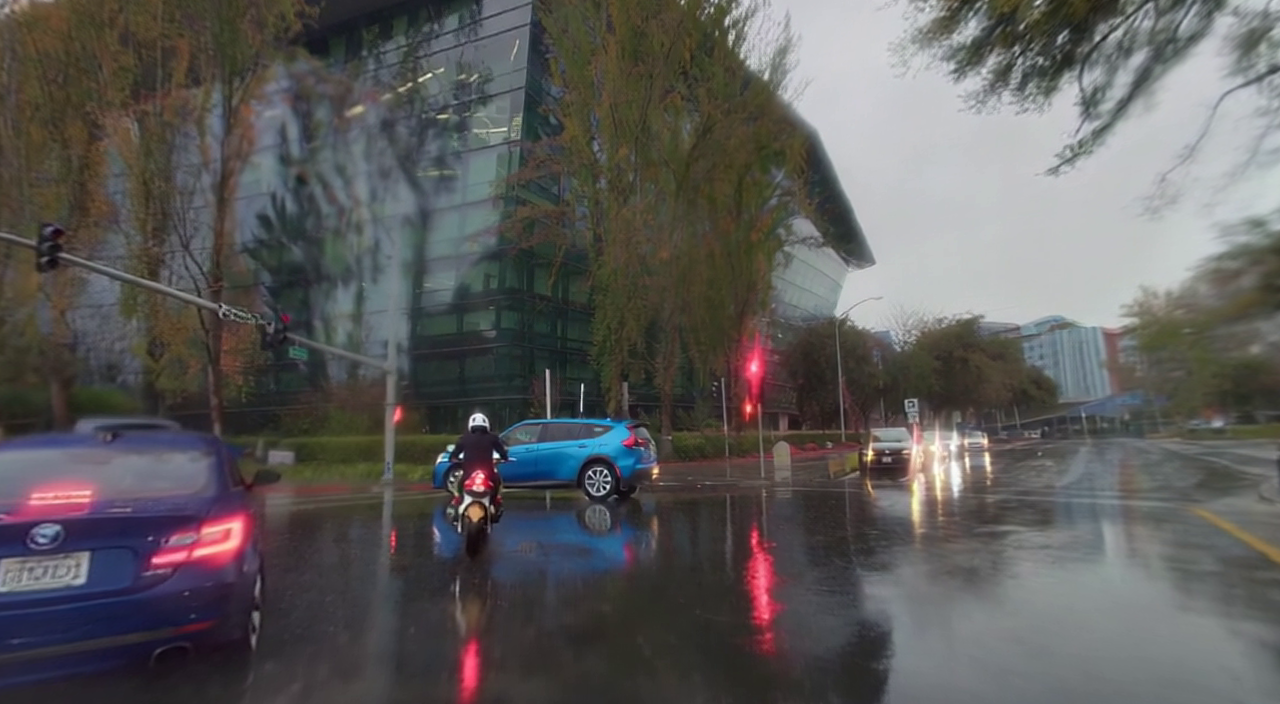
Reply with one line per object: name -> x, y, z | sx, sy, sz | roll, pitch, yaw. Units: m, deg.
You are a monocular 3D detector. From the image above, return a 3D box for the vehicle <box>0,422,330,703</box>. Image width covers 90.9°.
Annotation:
vehicle -> -4.080, 1.372, 5.157 | 2.009, 1.450, 4.182 | 6, -10, -35

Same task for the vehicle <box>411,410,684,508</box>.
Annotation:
vehicle -> -2.136, 2.421, 14.690 | 5.833, 1.960, 2.341 | 2, -9, -16

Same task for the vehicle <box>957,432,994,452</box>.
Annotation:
vehicle -> 26.170, 7.044, 49.126 | 2.087, 1.475, 4.278 | -6, -10, 32

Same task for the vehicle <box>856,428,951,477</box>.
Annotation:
vehicle -> 10.205, 3.815, 24.213 | 2.084, 1.656, 4.583 | -7, -11, 38
